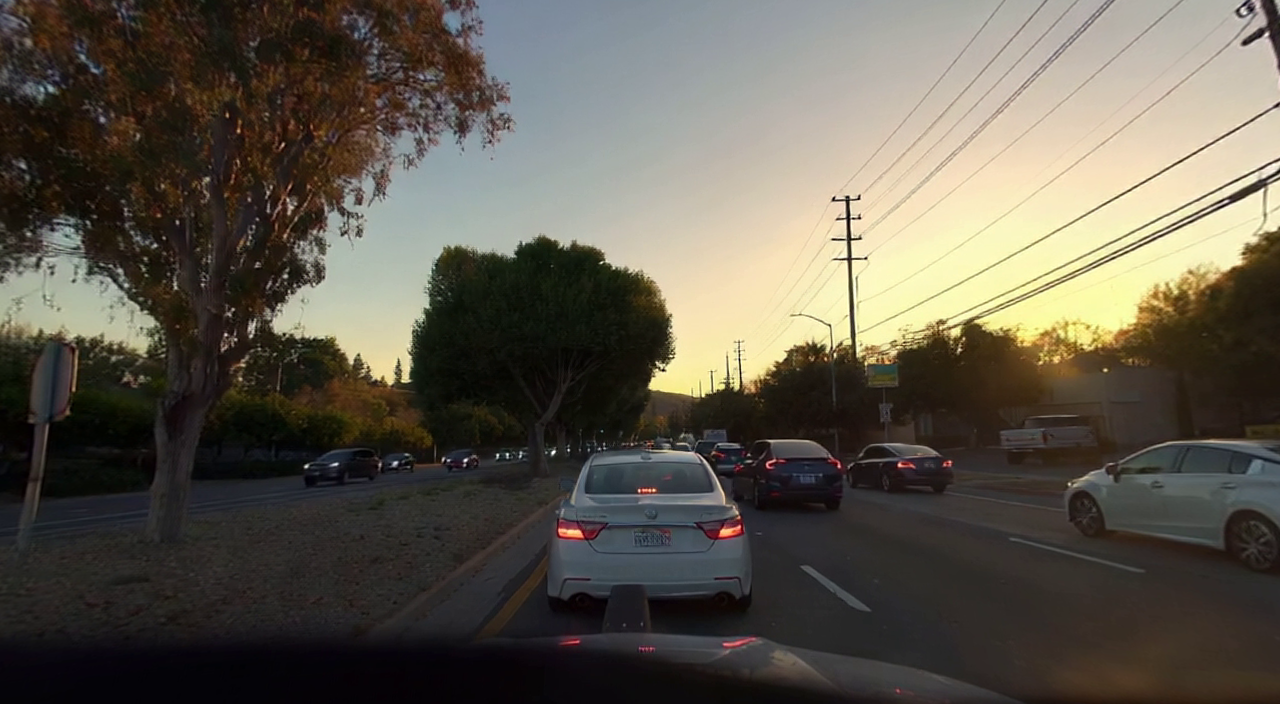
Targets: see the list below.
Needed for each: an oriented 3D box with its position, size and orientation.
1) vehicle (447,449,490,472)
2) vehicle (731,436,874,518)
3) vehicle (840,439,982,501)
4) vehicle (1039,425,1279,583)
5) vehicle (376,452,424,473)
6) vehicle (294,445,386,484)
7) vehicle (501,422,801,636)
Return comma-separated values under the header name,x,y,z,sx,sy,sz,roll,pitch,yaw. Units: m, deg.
name,x,y,z,sx,sy,sz,roll,pitch,yaw
vehicle,-12.005,7.606,44.365,1.804,1.430,4.456,0,-8,0
vehicle,3.336,2.632,13.869,1.979,1.504,4.156,0,-8,-1
vehicle,7.271,3.184,17.527,1.899,1.458,4.499,0,-8,-1
vehicle,6.989,1.627,7.286,1.850,1.480,4.474,0,-8,1
vehicle,-18.761,8.641,49.507,1.884,1.466,4.821,0,-8,0
vehicle,-15.298,5.731,32.541,2.056,1.809,5.354,0,-8,0
vehicle,0.063,1.537,6.475,2.108,1.479,3.935,0,-8,0
